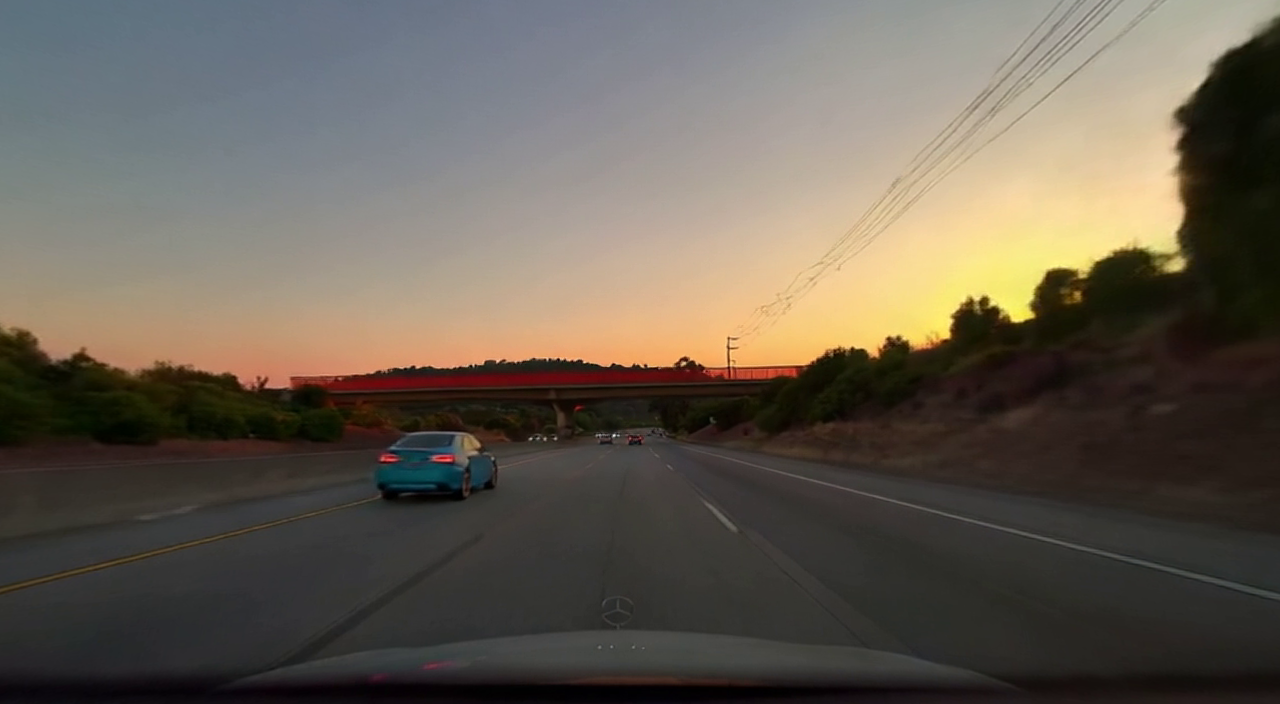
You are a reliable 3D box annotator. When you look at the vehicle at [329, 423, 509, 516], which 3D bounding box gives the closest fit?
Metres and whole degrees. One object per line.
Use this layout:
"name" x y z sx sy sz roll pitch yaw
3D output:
"vehicle" -4.176 2.279 12.853 2.074 1.535 4.437 0 -8 0
